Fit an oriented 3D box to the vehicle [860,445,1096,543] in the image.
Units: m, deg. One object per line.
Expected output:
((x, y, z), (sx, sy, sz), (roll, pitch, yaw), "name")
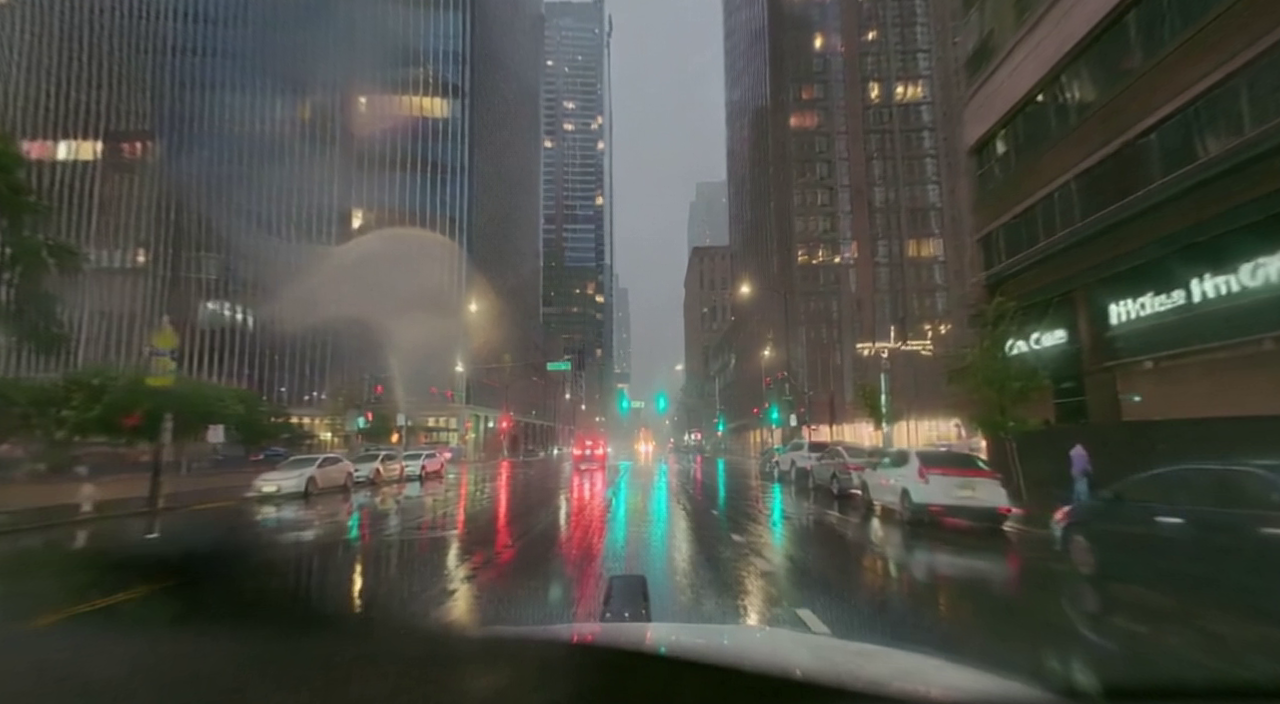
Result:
((5.949, 2.507, 11.906), (1.967, 1.460, 4.558), (0, -8, 1), "vehicle")

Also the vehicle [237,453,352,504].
((-12.098, 4.426, 22.439), (1.845, 1.493, 4.107), (-2, -8, -1), "vehicle")

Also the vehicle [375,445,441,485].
((-12.028, 5.821, 32.952), (1.890, 1.781, 4.331), (-4, -8, -2), "vehicle")

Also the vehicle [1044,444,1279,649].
((5.786, 1.511, 4.979), (1.994, 1.511, 4.788), (1, -8, -1), "vehicle")

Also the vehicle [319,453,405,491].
((-12.039, 5.201, 27.677), (1.808, 1.475, 4.550), (0, -8, -2), "vehicle")

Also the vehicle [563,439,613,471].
((-2.537, 5.205, 31.978), (2.014, 1.480, 4.780), (0, -8, 2), "vehicle")
